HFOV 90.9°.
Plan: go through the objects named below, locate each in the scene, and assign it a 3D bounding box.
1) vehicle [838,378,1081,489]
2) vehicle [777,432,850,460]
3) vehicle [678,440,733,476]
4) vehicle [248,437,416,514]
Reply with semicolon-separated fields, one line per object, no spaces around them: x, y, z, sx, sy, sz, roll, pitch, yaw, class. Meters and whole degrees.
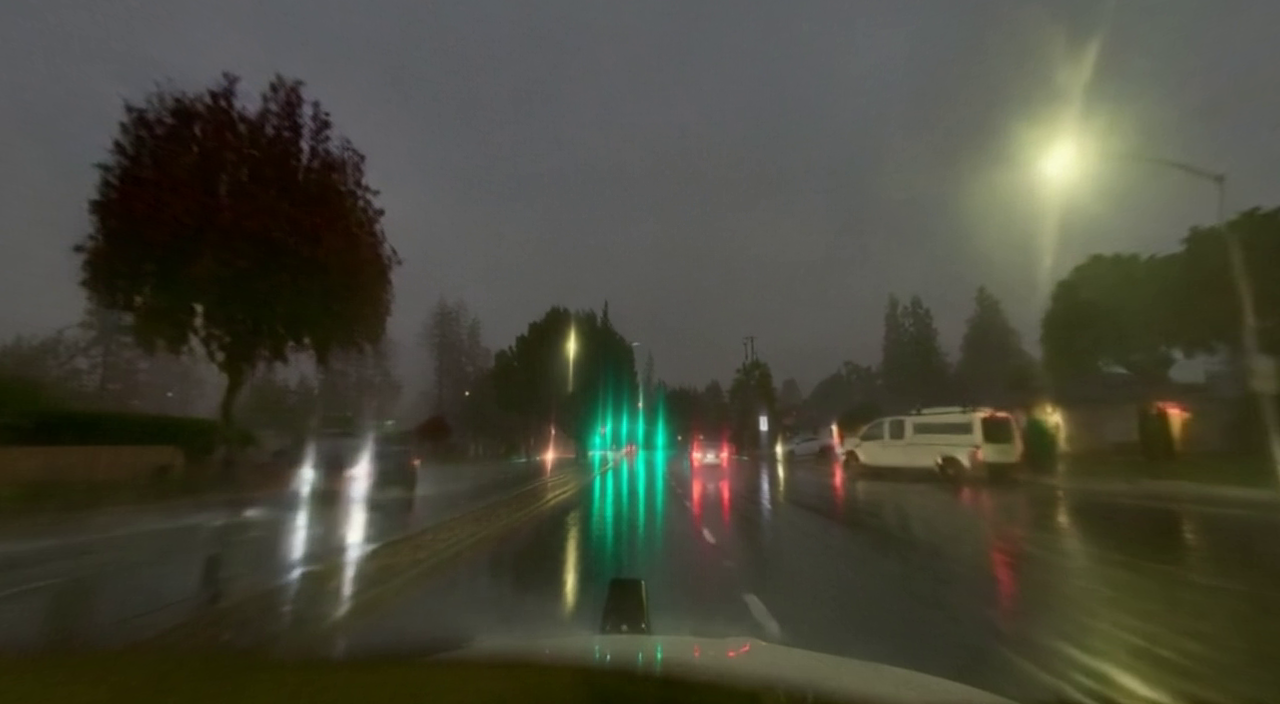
9.227;2.572;19.402;2.331;2.747;6.993;2;-9;-16;vehicle
11.583;6.319;42.318;4.202;1.794;2.063;0;-9;-1;vehicle
2.841;4.721;28.342;1.960;1.479;4.086;0;-9;-1;vehicle
-8.051;3.247;17.137;2.178;1.761;4.724;0;-9;0;vehicle
